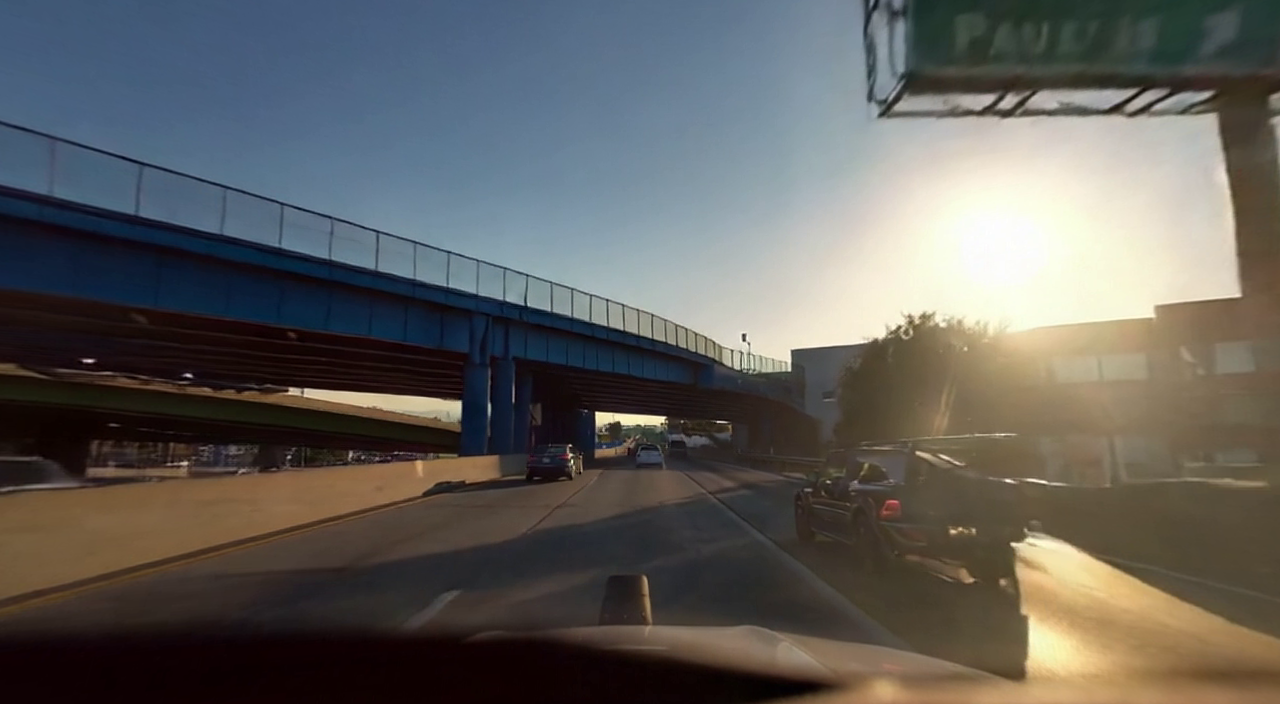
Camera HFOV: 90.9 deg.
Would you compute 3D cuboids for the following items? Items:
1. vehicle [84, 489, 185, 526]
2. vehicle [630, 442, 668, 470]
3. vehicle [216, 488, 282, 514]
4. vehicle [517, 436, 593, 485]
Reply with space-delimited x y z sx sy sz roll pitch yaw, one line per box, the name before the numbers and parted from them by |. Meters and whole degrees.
vehicle | -31.763 9.769 39.877 2.418 1.805 4.794 0 -8 0
vehicle | 0.428 5.474 33.375 1.877 1.386 3.872 0 -8 0
vehicle | -27.670 10.550 44.753 2.065 1.542 3.937 -1 -9 2
vehicle | -2.976 3.905 22.986 2.064 1.589 4.213 0 -8 1
